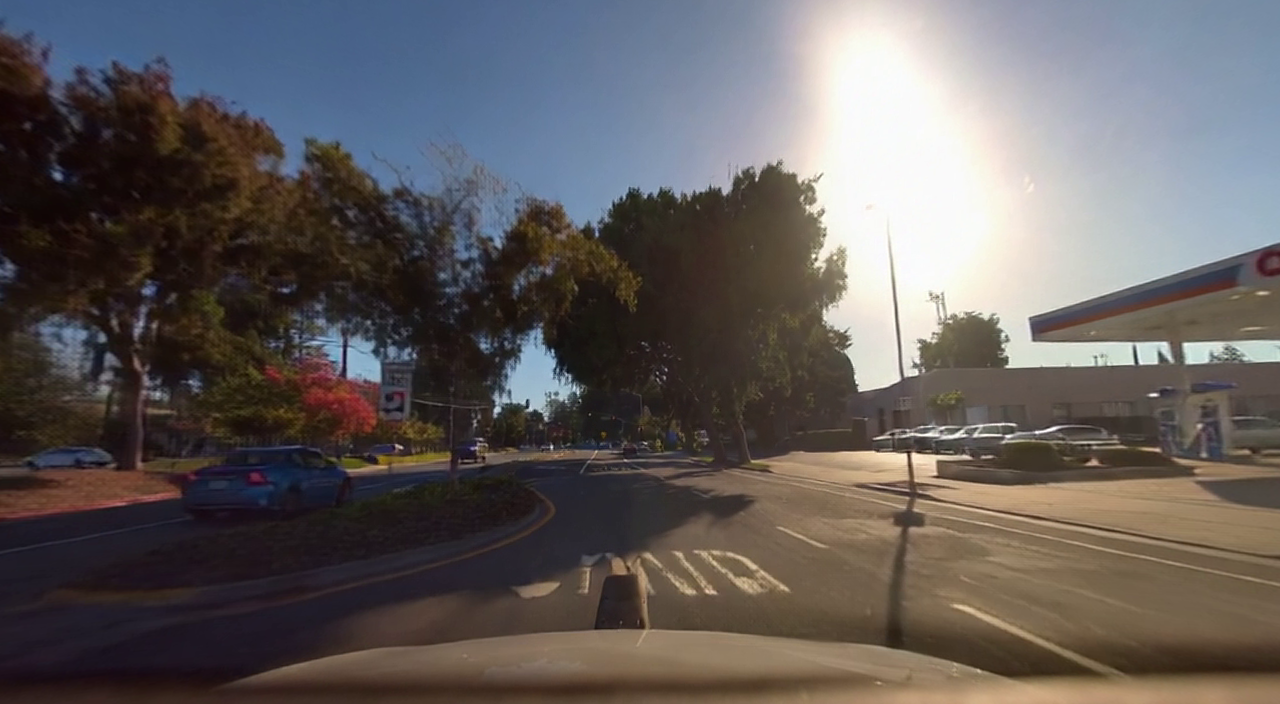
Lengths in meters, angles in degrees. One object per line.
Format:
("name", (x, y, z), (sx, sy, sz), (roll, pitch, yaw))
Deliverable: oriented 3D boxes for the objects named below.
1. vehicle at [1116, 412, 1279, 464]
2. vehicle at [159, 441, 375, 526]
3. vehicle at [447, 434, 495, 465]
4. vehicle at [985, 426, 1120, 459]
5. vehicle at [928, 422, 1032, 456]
("vehicle", (19.260, 2.887, 21.146), (4.868, 1.610, 2.223), (0, -9, -1))
("vehicle", (-7.474, 2.649, 13.323), (1.982, 1.465, 4.376), (0, -9, -2))
("vehicle", (-12.334, 7.179, 46.554), (2.131, 2.148, 5.709), (0, -9, -2))
("vehicle", (18.805, 4.145, 28.952), (4.800, 1.459, 2.051), (1, -9, -4))
("vehicle", (18.115, 4.637, 33.793), (4.422, 1.586, 1.990), (-2, -7, -3))
